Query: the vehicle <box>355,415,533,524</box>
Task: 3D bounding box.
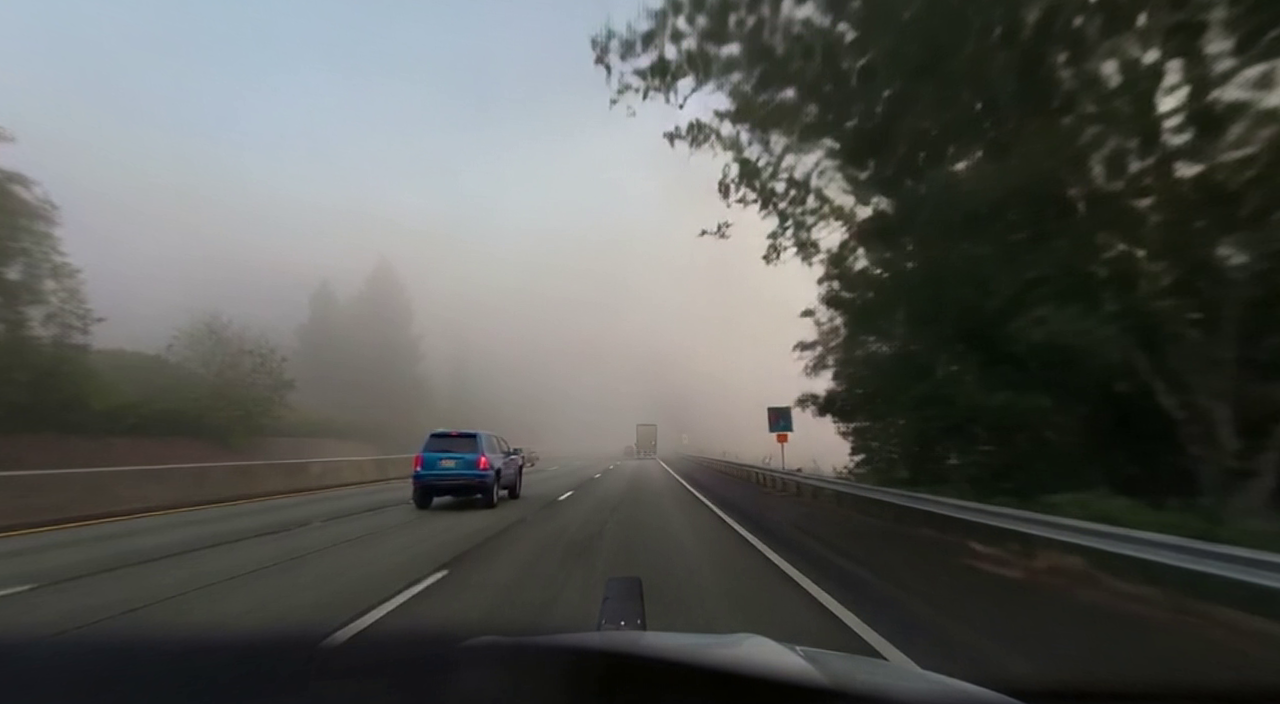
[{"bbox_3d":[-3.898,2.483,13.764,2.124,1.888,5.226,-1,-9,1],"label":"vehicle"}]
